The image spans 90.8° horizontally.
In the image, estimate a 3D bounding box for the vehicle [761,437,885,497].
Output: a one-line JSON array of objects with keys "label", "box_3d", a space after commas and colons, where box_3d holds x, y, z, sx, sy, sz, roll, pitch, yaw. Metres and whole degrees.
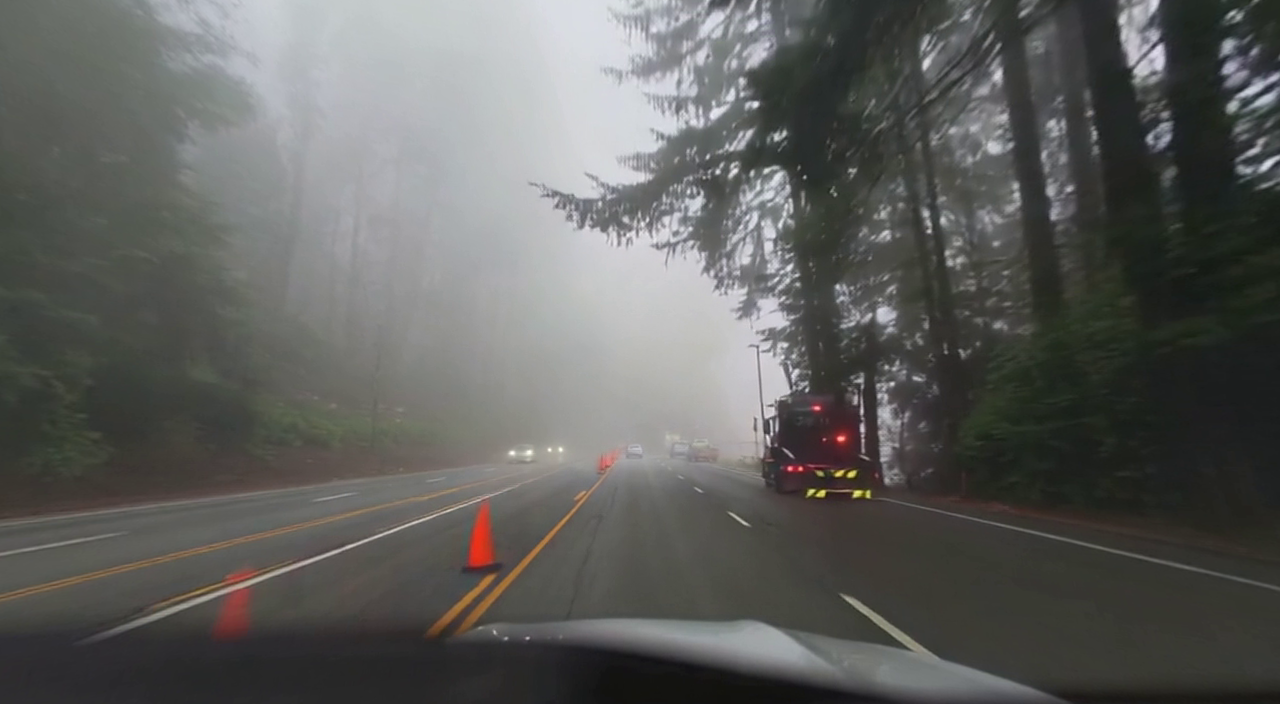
[{"label": "vehicle", "box_3d": [5.662, 3.638, 20.555, 2.324, 1.655, 5.738, 0, -8, 0]}]
